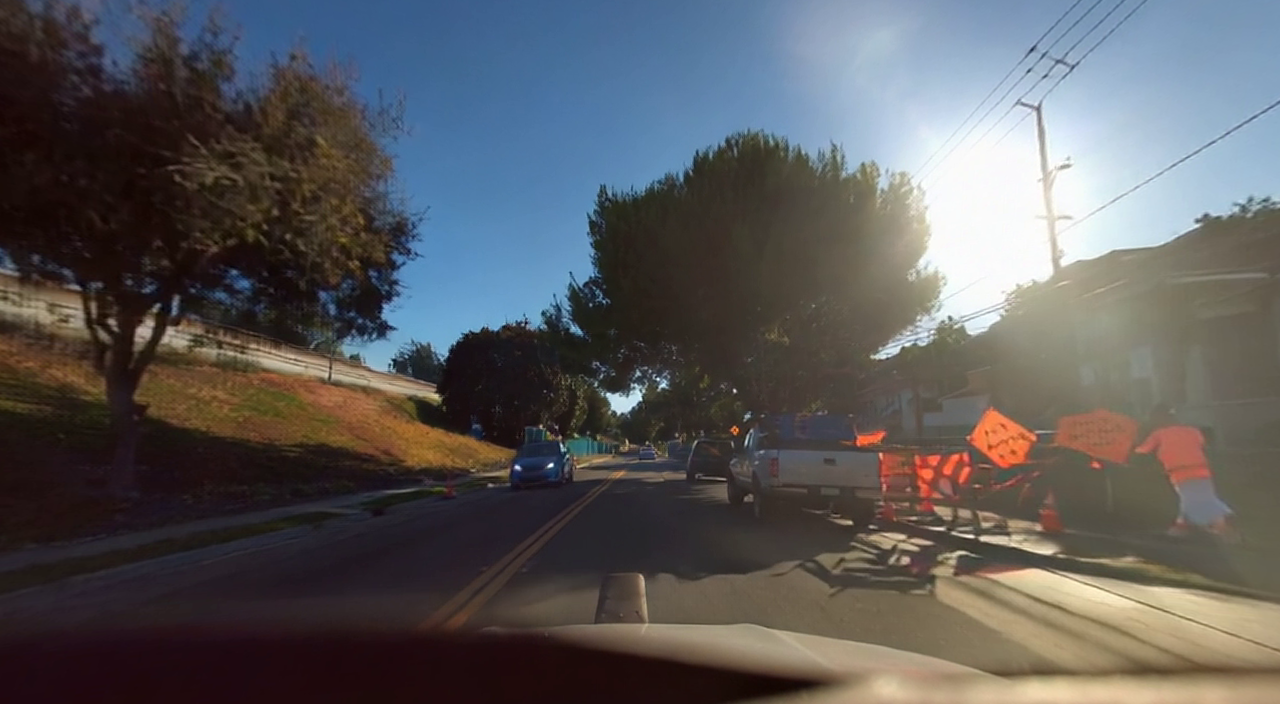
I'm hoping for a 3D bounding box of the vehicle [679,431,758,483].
[{"bbox_3d":[3.310,4.666,28.451,2.617,2.020,6.531,0,-9,-1],"label":"vehicle"}]

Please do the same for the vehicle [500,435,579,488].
[{"bbox_3d":[-3.537,3.949,23.097,2.078,1.716,4.367,0,-8,1],"label":"vehicle"}]

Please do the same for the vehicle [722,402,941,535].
[{"bbox_3d":[3.453,2.321,13.237,2.759,2.114,6.152,0,-9,1],"label":"vehicle"}]
